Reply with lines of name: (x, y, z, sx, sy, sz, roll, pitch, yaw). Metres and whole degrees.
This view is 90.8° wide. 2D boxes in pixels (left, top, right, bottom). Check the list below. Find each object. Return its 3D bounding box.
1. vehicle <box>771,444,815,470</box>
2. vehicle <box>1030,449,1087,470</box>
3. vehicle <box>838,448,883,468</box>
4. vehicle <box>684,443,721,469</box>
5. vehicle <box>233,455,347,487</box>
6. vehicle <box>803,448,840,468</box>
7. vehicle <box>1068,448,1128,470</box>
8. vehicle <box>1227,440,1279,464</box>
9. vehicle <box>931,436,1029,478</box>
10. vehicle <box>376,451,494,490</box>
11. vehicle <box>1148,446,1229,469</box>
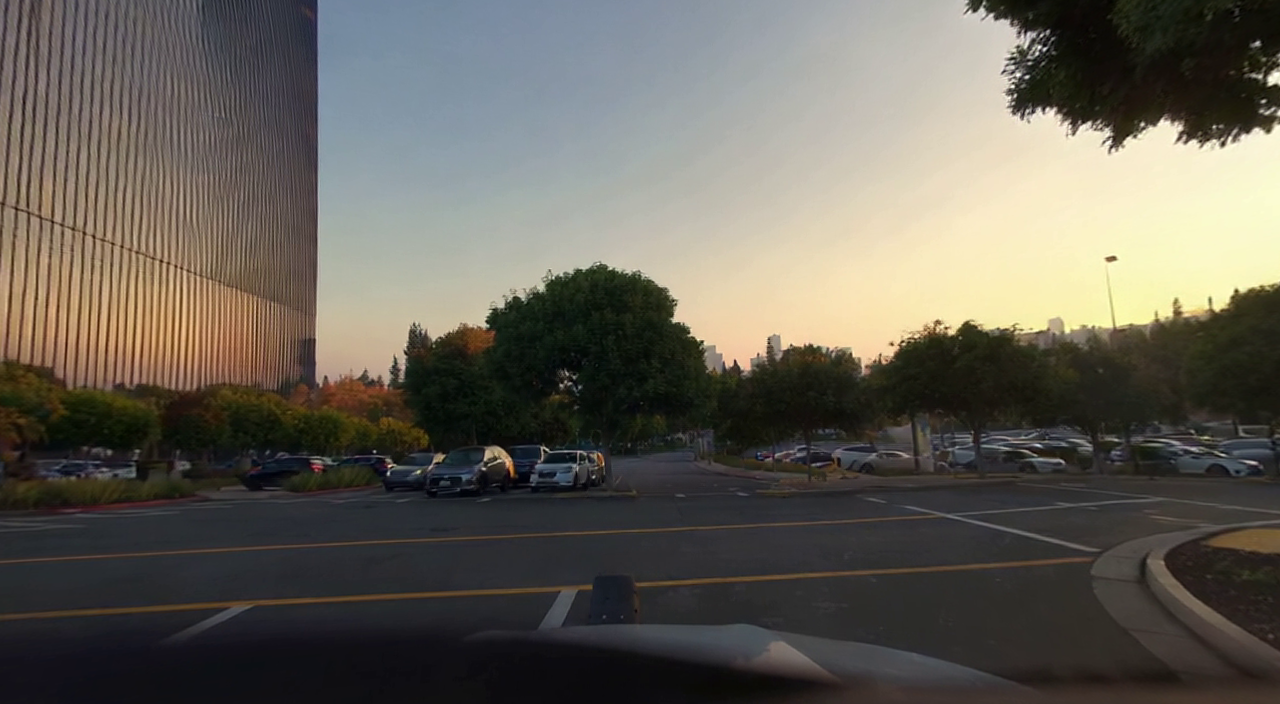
vehicle: (10.526, 7.206, 43.704, 1.936, 1.673, 4.305, 0, -8, 0)
vehicle: (28.318, 7.287, 42.885, 1.495, 1.371, 3.336, 0, -9, -1)
vehicle: (17.055, 8.223, 49.081, 1.971, 1.478, 4.477, 0, -8, 1)
vehicle: (4.613, 7.751, 47.297, 2.262, 1.794, 5.331, 0, -8, 1)
vehicle: (-16.742, 5.695, 30.361, 4.331, 1.437, 1.876, 0, -8, 2)
vehicle: (14.202, 8.302, 49.643, 1.935, 1.477, 3.719, 0, -8, 3)
vehicle: (31.292, 7.308, 43.260, 1.519, 1.371, 3.278, 0, -8, -1)
vehicle: (43.061, 6.813, 43.081, 1.758, 1.572, 4.421, 0, -8, 1)
vehicle: (16.477, 5.097, 30.975, 2.048, 1.852, 4.998, 0, -9, 1)
vehicle: (-8.706, 4.980, 26.902, 4.442, 1.504, 1.809, 4, -10, -28)
vehicle: (37.013, 7.118, 42.769, 1.678, 1.423, 4.191, 0, -8, -2)
